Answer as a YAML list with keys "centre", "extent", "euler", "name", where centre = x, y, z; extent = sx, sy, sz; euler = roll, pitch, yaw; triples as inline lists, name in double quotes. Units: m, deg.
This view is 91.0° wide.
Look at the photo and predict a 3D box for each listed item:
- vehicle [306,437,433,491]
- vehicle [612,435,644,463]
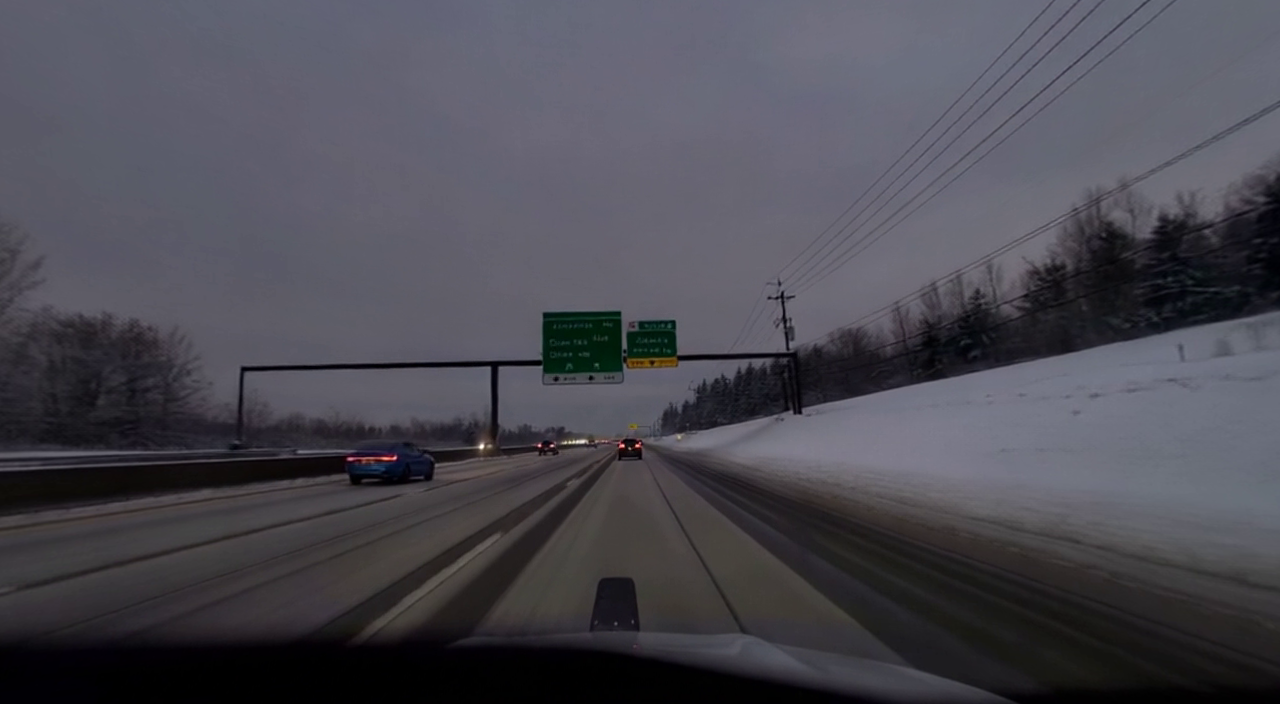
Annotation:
- centre: [-7.970, 3.318, 19.092]
  extent: [1.949, 1.428, 4.408]
  euler: [0, -8, -1]
  name: "vehicle"
- centre: [-0.802, 6.358, 41.365]
  extent: [2.040, 1.715, 3.906]
  euler: [0, -8, -1]
  name: "vehicle"
